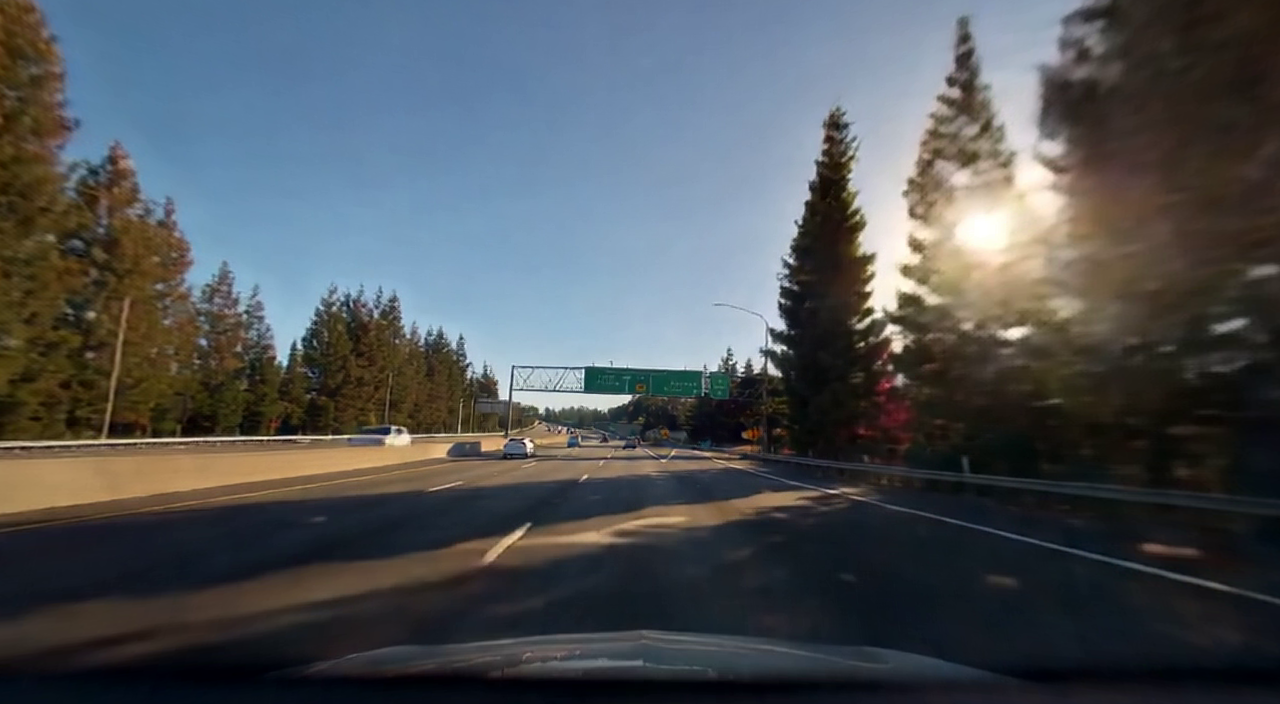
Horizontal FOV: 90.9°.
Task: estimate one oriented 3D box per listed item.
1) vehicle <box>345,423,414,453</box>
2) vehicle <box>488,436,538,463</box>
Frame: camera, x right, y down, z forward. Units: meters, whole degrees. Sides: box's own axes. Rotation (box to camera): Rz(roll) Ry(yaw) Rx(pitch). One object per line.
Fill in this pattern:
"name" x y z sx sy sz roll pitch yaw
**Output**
"vehicle" -18.123 6.069 44.241 2.260 1.902 5.848 0 -8 1
"vehicle" -7.513 5.839 37.813 2.025 1.494 4.495 0 -8 0
